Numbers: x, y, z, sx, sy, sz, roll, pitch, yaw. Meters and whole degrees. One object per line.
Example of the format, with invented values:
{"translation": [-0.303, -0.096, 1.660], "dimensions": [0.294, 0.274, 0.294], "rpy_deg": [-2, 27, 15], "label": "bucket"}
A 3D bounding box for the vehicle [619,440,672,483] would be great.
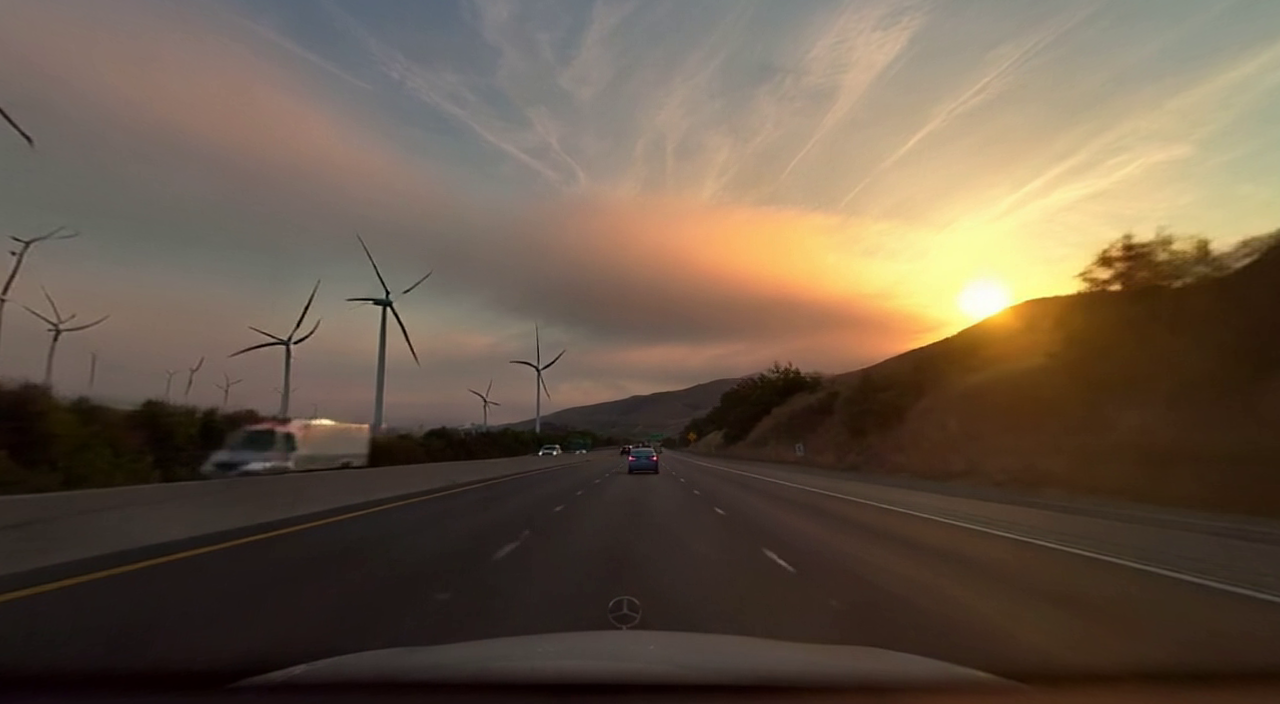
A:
{"translation": [0.211, 4.610, 26.739], "dimensions": [2.083, 1.653, 3.787], "rpy_deg": [0, -9, -1], "label": "vehicle"}

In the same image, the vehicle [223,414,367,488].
{"translation": [-15.753, 4.616, 29.531], "dimensions": [2.585, 3.015, 7.117], "rpy_deg": [0, -9, 0], "label": "vehicle"}
